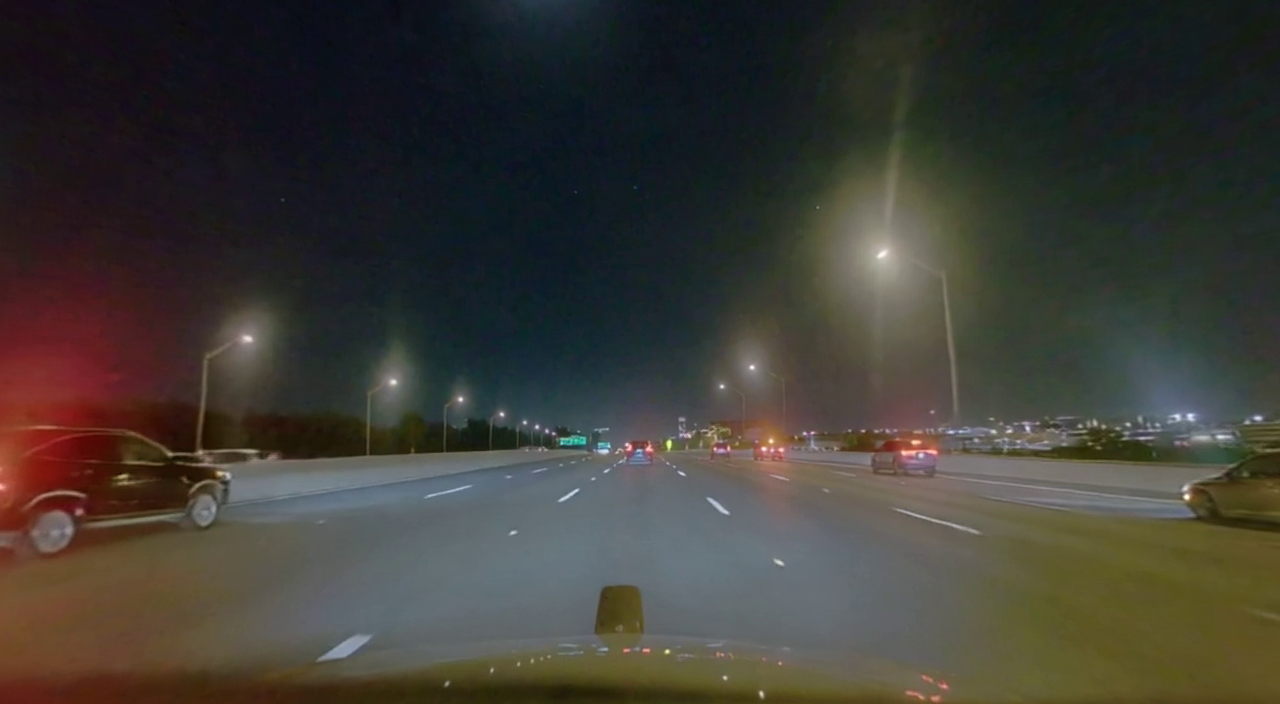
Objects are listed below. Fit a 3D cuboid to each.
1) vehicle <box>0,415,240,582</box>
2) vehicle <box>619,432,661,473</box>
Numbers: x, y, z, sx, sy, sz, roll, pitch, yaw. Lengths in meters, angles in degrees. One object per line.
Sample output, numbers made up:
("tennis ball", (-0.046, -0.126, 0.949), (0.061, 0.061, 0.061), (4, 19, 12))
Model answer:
("vehicle", (-6.928, 1.548, 7.128), (1.967, 1.538, 4.295), (0, -8, 0))
("vehicle", (0.038, 4.921, 31.016), (1.893, 1.827, 4.513), (0, -8, 1))
